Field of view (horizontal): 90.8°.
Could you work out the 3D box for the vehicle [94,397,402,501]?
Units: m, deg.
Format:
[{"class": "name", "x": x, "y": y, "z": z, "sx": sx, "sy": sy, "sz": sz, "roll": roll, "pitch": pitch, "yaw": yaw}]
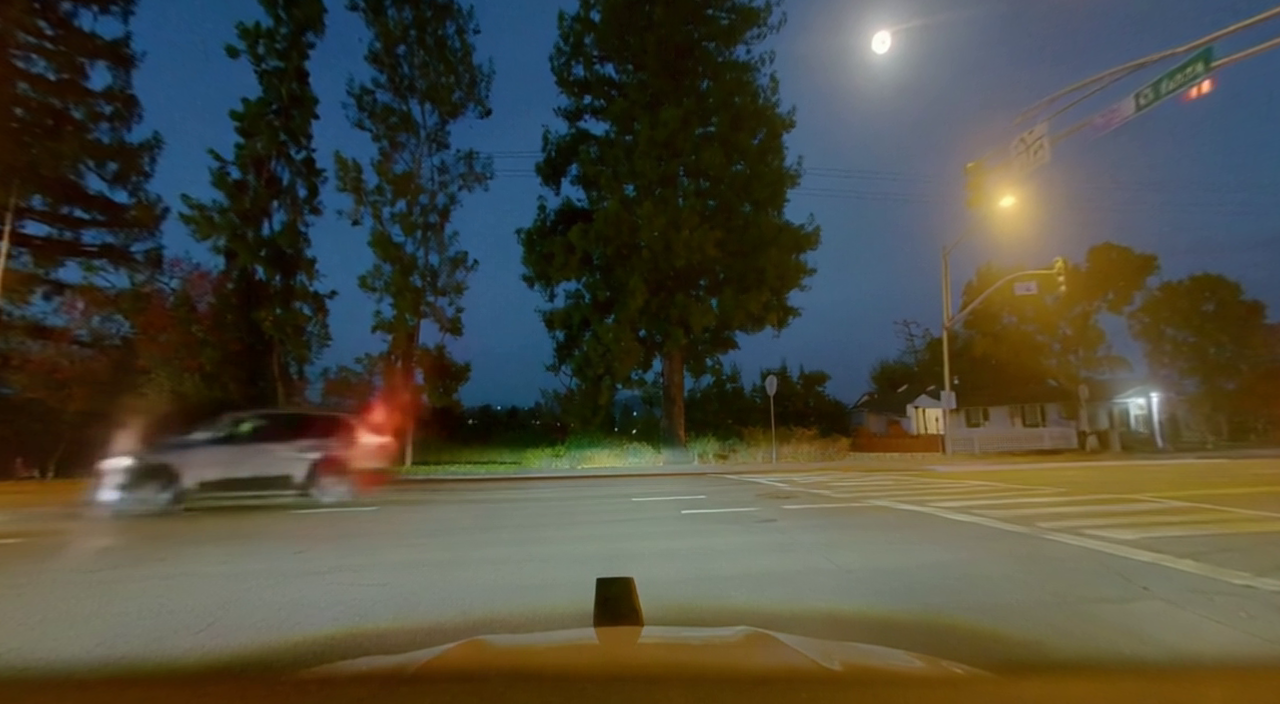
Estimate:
[{"class": "vehicle", "x": -7.515, "y": 1.940, "z": 12.849, "sx": 4.882, "sy": 1.783, "sz": 2.093, "roll": 3, "pitch": -9, "yaw": -21}]
